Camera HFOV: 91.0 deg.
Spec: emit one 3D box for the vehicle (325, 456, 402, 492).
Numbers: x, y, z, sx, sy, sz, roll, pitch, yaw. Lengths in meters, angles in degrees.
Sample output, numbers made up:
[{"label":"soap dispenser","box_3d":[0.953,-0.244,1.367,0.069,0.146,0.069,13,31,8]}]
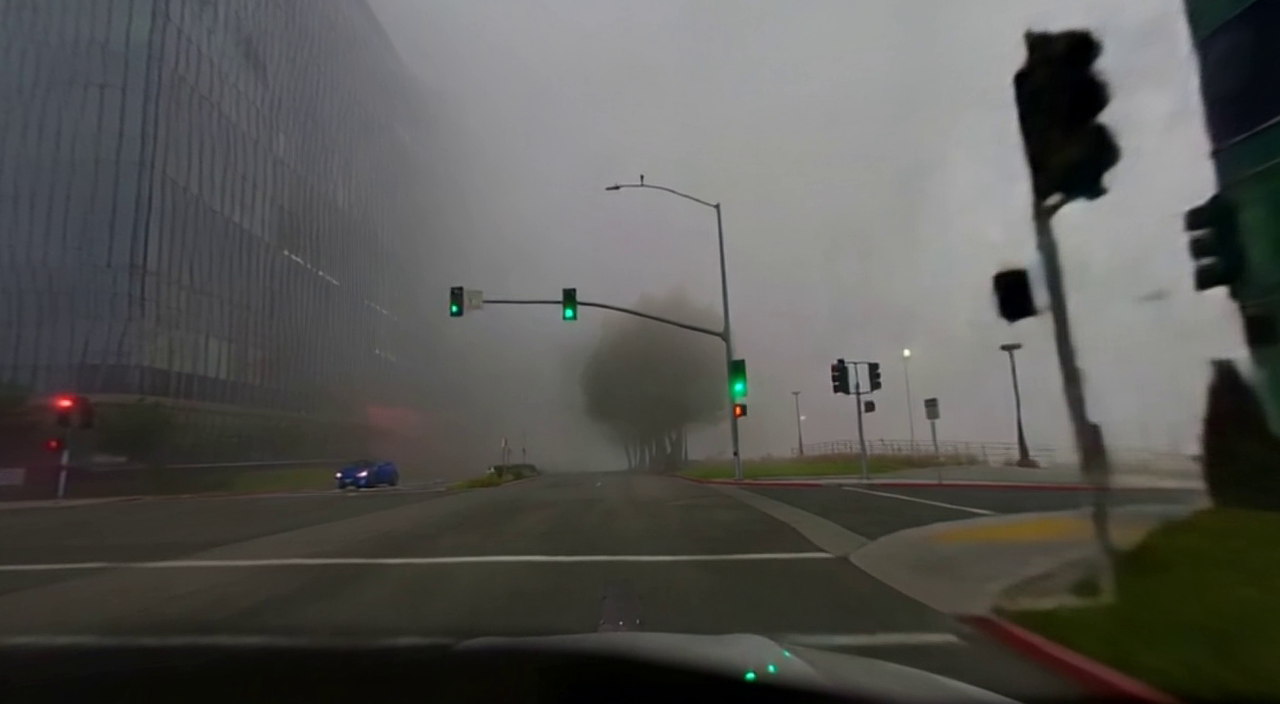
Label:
[{"label":"vehicle","box_3d":[-12.840,5.659,29.560,1.906,1.502,4.396,1,-9,-5]}]
